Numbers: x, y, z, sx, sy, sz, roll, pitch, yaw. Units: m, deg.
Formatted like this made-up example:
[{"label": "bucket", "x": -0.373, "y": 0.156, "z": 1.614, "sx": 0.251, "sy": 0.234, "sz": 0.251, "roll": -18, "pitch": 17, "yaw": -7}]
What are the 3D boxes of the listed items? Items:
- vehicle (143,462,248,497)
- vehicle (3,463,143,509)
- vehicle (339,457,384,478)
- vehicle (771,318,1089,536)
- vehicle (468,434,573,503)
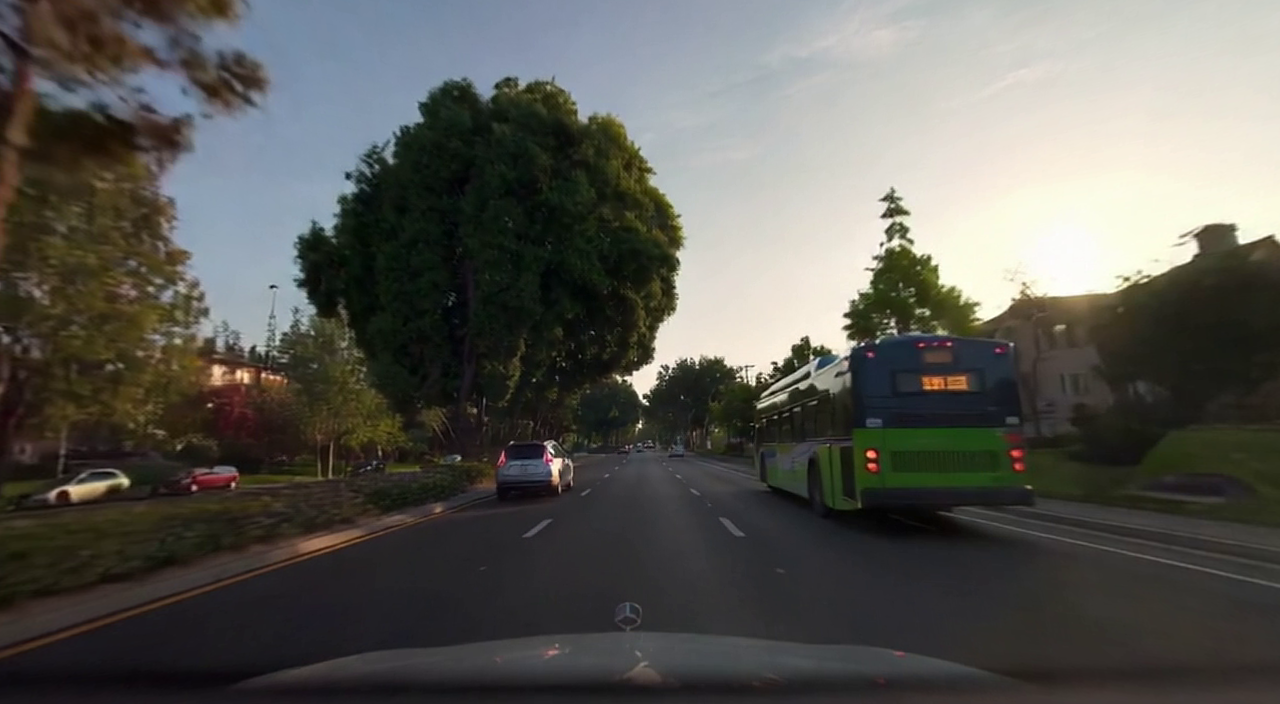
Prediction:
[{"label": "vehicle", "x": -22.123, "y": 6.341, "z": 31.491, "sx": 1.797, "sy": 1.481, "sz": 4.750, "roll": 0, "pitch": -8, "yaw": 0}, {"label": "vehicle", "x": -22.161, "y": 5.207, "z": 24.763, "sx": 1.781, "sy": 1.553, "sz": 3.896, "roll": 0, "pitch": -8, "yaw": 2}, {"label": "vehicle", "x": -22.059, "y": 9.134, "z": 49.858, "sx": 1.774, "sy": 1.485, "sz": 3.867, "roll": 0, "pitch": -8, "yaw": 1}, {"label": "vehicle", "x": 5.671, "y": 2.036, "z": 15.902, "sx": 3.072, "sy": 3.278, "sz": 12.747, "roll": -1, "pitch": -8, "yaw": 5}, {"label": "vehicle", "x": -3.332, "y": 3.329, "z": 18.435, "sx": 2.111, "sy": 1.767, "sz": 4.333, "roll": 0, "pitch": -8, "yaw": 1}]
